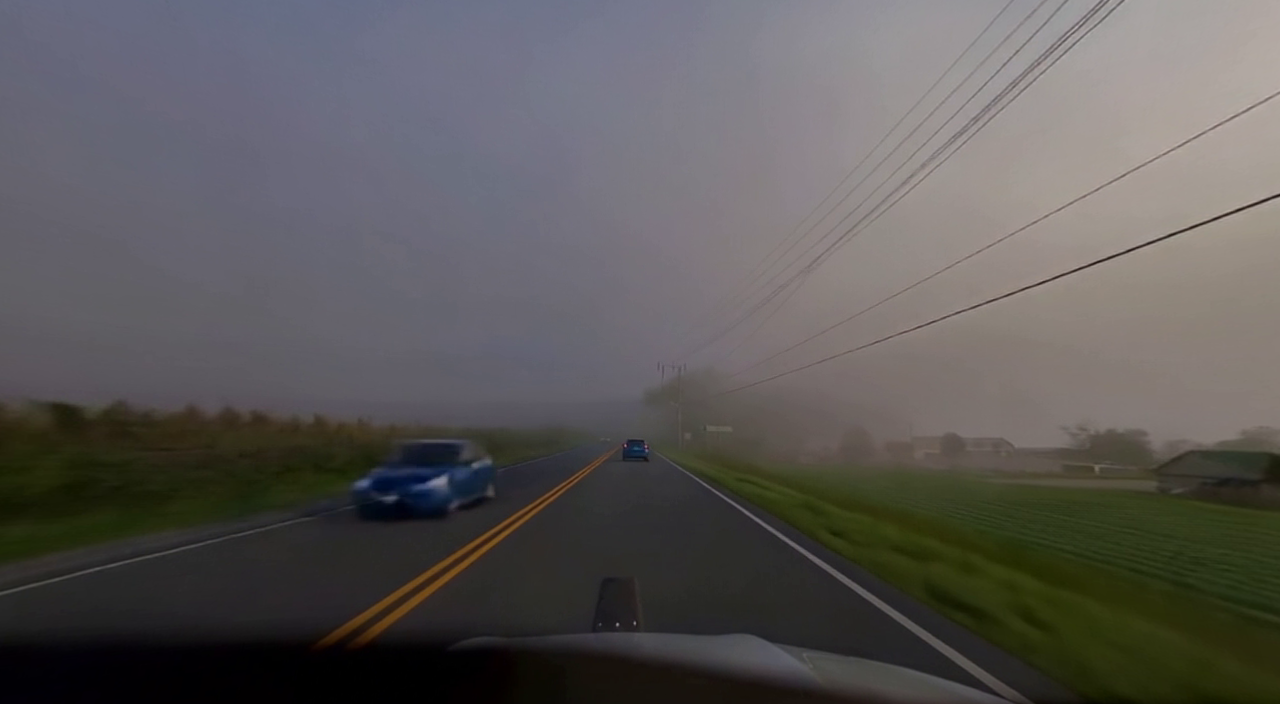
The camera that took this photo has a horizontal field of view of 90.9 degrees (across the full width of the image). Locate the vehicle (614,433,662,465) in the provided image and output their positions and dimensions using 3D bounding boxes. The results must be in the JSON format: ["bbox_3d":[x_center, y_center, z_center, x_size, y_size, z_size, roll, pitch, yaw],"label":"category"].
[{"bbox_3d":[-0.127,4.836,31.552,2.241,1.471,3.829,0,-8,-1],"label":"vehicle"}]

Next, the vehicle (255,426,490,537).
[{"bbox_3d":[-4.110,2.034,10.696,2.091,1.470,4.490,0,-8,-1],"label":"vehicle"}]
